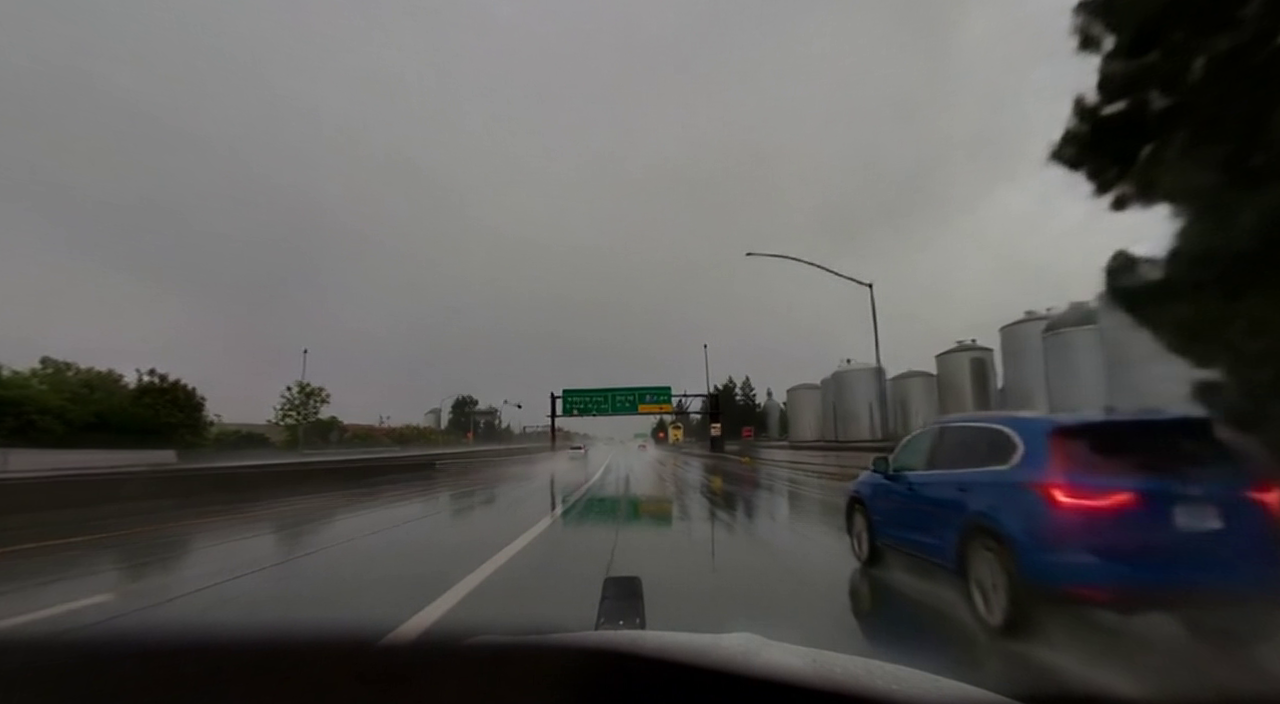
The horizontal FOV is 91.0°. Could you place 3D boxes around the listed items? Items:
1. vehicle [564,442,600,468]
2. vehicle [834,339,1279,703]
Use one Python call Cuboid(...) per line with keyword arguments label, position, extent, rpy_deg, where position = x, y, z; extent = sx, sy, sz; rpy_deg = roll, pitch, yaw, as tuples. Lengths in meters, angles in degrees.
Cuboid(label="vehicle", position=(-3.801, 6.826, 41.827), extent=(2.012, 1.571, 4.232), rpy_deg=(-1, -9, 0))
Cuboid(label="vehicle", position=(3.582, 1.204, 5.326), extent=(2.296, 1.790, 5.067), rpy_deg=(-1, -9, 1))
